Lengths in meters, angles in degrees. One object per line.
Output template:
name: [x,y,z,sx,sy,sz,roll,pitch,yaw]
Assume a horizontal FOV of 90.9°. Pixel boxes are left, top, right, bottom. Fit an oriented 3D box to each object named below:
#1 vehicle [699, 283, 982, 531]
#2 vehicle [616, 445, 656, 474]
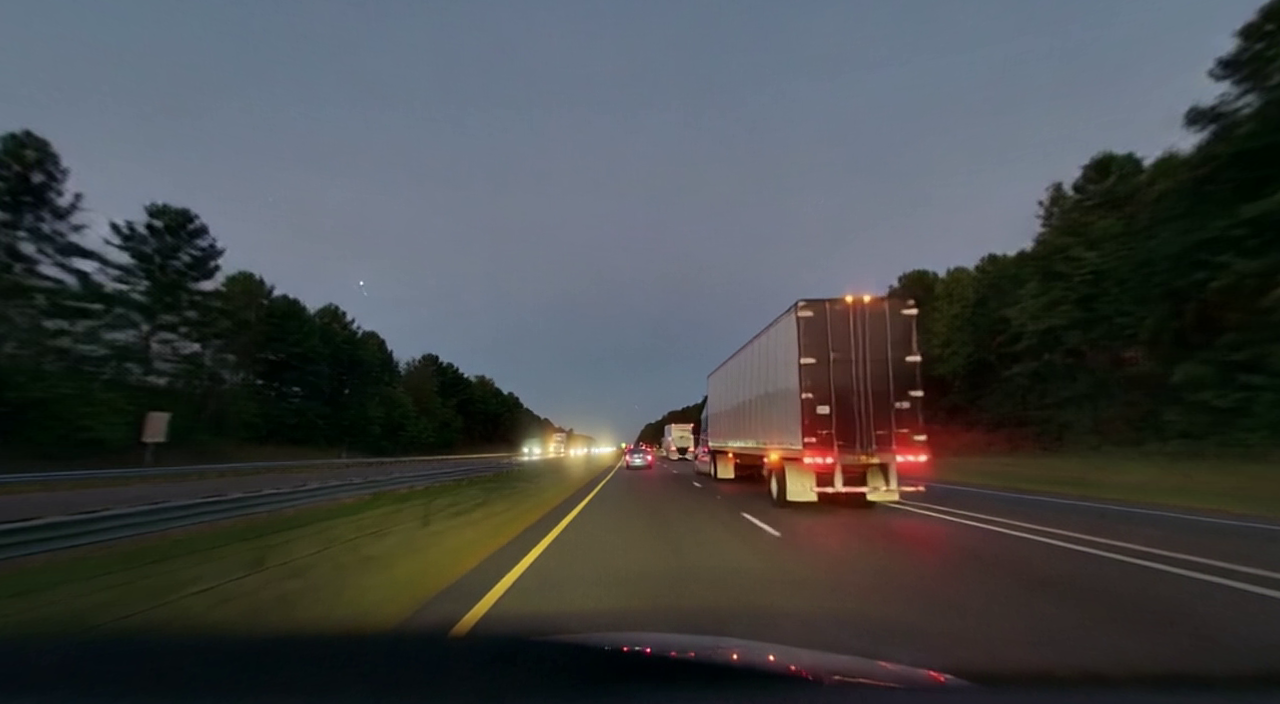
vehicle: [3.916,1.973,17.551,2.883,4.057,14.579,0,-9,-1]
vehicle: [-0.251,5.962,35.138,2.051,1.513,4.511,0,-9,-1]
